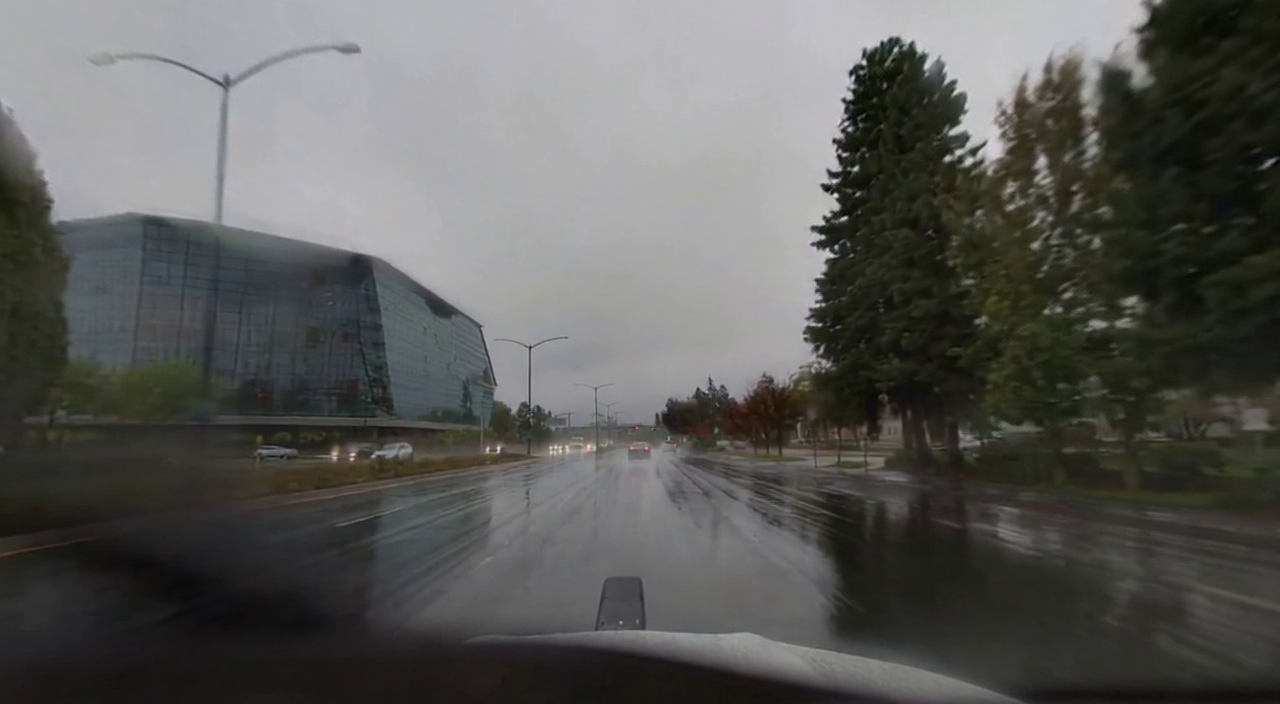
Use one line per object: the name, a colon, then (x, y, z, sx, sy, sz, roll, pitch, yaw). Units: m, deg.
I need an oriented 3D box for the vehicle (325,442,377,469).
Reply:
vehicle: (-21.713, 7.772, 47.703, 2.308, 1.840, 5.236, 1, -8, -10)

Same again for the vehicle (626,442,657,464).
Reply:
vehicle: (0.071, 6.884, 43.305, 2.080, 1.445, 4.096, 0, -8, -1)
